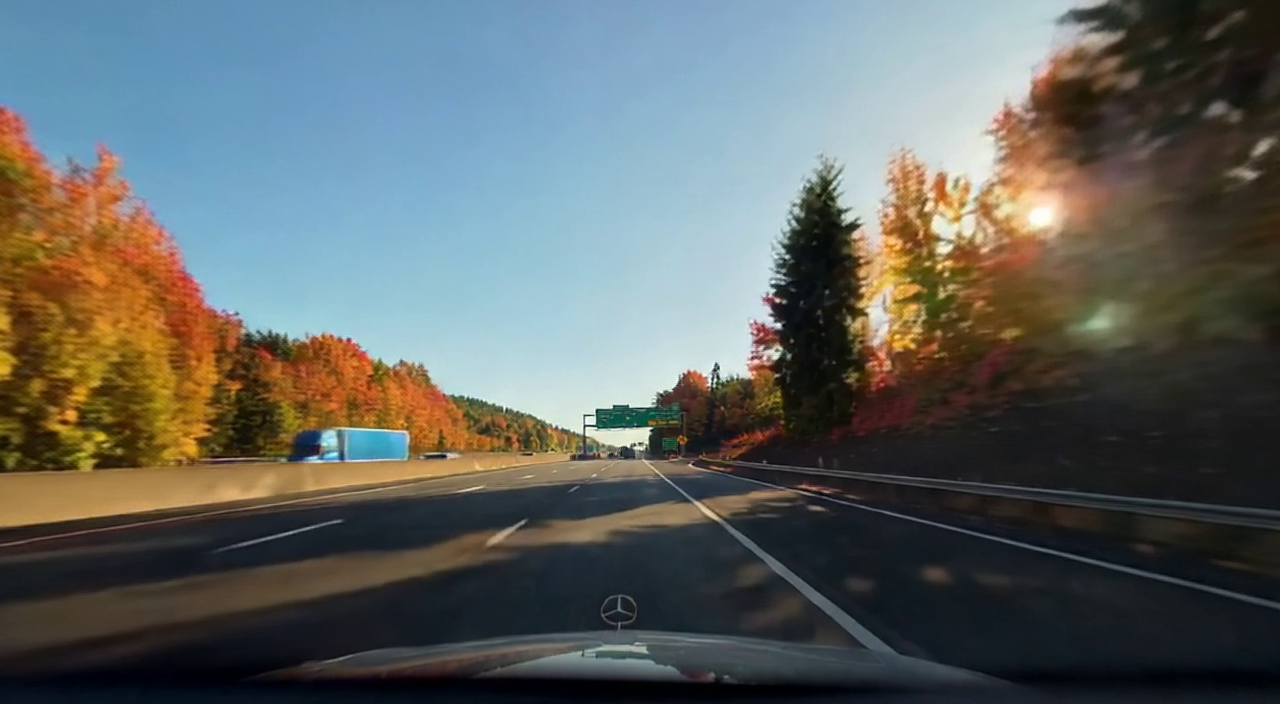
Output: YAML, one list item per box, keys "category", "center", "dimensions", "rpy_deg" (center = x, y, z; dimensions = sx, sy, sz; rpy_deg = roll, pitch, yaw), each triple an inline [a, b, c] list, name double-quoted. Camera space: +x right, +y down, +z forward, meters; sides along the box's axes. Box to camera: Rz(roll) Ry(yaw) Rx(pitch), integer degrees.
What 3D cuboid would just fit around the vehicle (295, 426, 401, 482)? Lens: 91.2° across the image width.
- category: "vehicle"
  center: [-21.022, 7.450, 46.067]
  dimensions: [2.960, 3.582, 10.273]
  rpy_deg: [0, -9, -1]
